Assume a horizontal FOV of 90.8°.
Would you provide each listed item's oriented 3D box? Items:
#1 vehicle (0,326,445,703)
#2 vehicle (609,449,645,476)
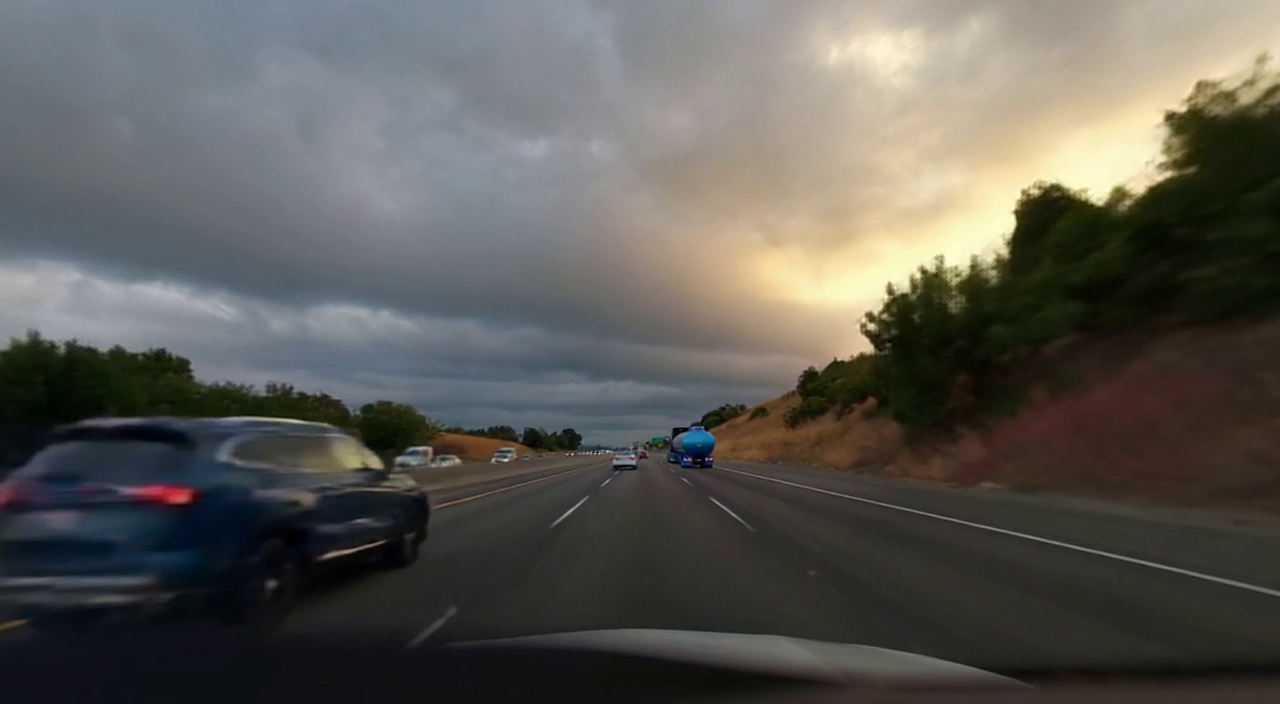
[{"bbox_3d":[-3.286,1.161,4.516,2.258,1.805,4.665,0,-9,0],"label":"vehicle"},{"bbox_3d":[-0.713,6.463,37.129,2.013,1.498,3.908,-1,-9,1],"label":"vehicle"}]
